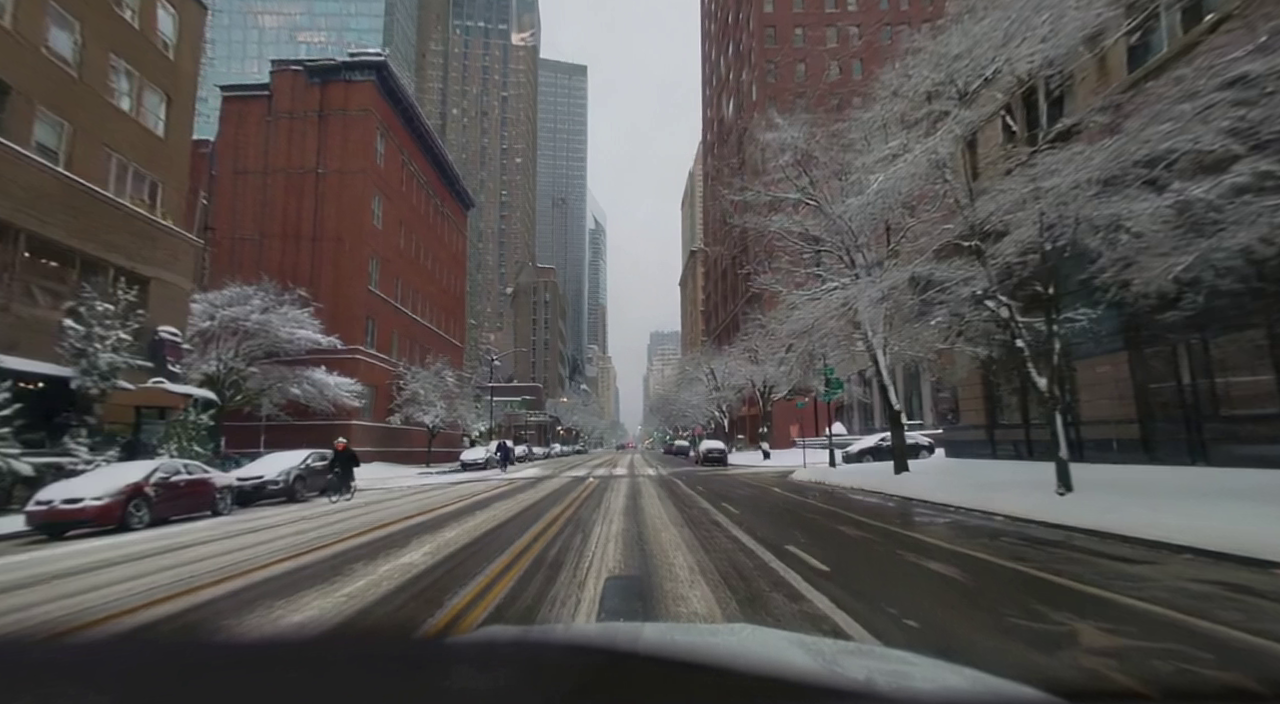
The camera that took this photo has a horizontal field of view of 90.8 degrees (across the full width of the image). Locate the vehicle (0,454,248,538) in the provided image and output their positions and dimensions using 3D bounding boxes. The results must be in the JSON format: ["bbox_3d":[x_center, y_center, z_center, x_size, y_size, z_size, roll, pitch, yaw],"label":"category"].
[{"bbox_3d":[-10.876,2.996,13.789,1.868,1.456,4.418,0,-8,-1],"label":"vehicle"}]

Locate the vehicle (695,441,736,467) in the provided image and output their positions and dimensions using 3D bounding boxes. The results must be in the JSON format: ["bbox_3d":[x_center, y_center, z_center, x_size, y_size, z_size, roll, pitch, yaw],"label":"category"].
[{"bbox_3d":[4.752,6.500,40.438,1.929,1.522,4.543,0,-9,-1],"label":"vehicle"}]

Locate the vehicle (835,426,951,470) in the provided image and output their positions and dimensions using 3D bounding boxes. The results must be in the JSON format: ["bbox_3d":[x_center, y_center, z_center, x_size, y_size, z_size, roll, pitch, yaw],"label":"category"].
[{"bbox_3d":[11.495,4.418,28.969,4.380,1.608,1.942,-4,-9,-1],"label":"vehicle"}]

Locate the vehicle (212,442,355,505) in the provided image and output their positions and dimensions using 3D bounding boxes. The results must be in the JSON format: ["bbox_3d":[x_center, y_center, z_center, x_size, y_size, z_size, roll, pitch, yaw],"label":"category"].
[{"bbox_3d":[-10.937,3.785,19.821,1.977,1.697,4.285,-2,-10,0],"label":"vehicle"}]

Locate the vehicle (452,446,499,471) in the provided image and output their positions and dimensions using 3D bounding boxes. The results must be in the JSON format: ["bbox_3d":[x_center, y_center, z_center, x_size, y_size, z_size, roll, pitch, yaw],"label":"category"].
[{"bbox_3d":[-11.196,7.277,43.439,1.992,1.629,4.773,0,-8,-1],"label":"vehicle"}]
